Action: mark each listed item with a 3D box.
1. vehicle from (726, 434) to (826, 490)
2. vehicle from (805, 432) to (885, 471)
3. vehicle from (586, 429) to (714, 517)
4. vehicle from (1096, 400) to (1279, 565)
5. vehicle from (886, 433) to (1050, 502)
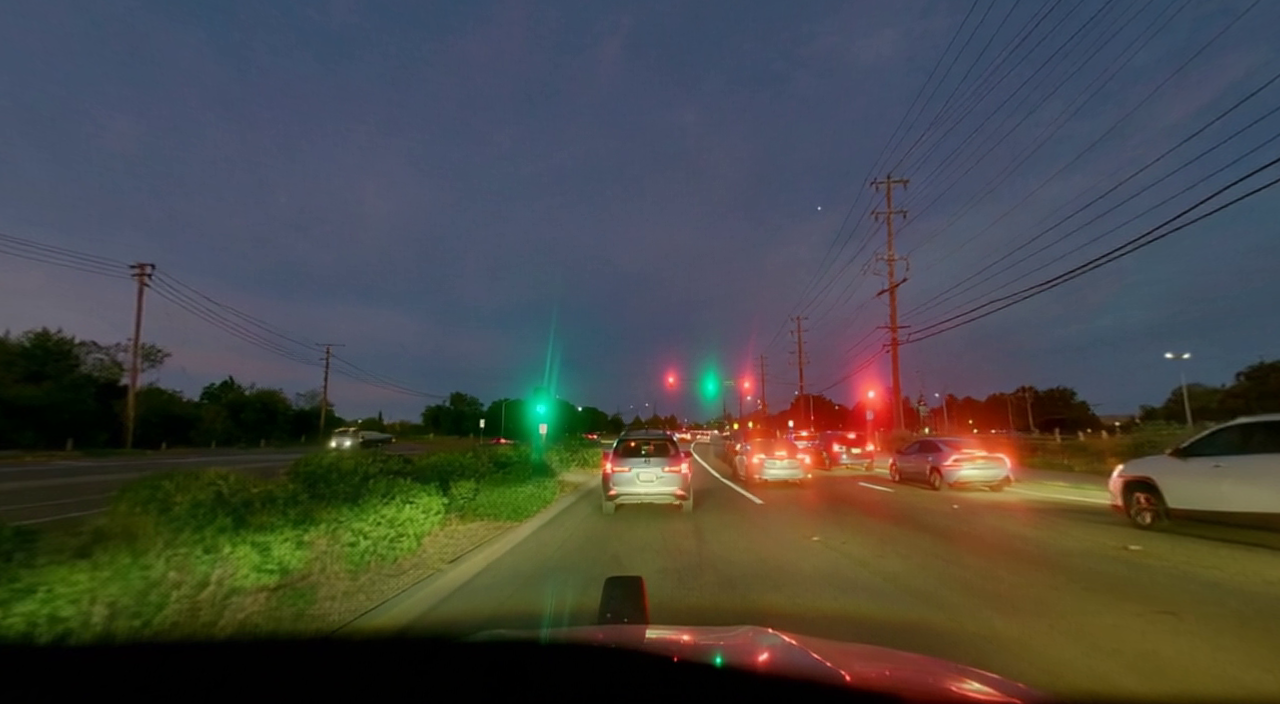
[{"bbox_3d":[3.882,3.221,18.847,2.028,1.454,4.531,0,-8,1],"label":"vehicle"},{"bbox_3d":[8.794,4.316,27.502,1.966,1.536,4.666,0,-8,1],"label":"vehicle"},{"bbox_3d":[0.202,2.422,13.168,2.208,1.498,4.401,0,-8,1],"label":"vehicle"},{"bbox_3d":[8.187,1.474,7.206,2.195,1.802,5.051,0,-8,1],"label":"vehicle"},{"bbox_3d":[8.067,2.867,16.097,1.905,1.483,4.469,-1,-8,2],"label":"vehicle"}]
